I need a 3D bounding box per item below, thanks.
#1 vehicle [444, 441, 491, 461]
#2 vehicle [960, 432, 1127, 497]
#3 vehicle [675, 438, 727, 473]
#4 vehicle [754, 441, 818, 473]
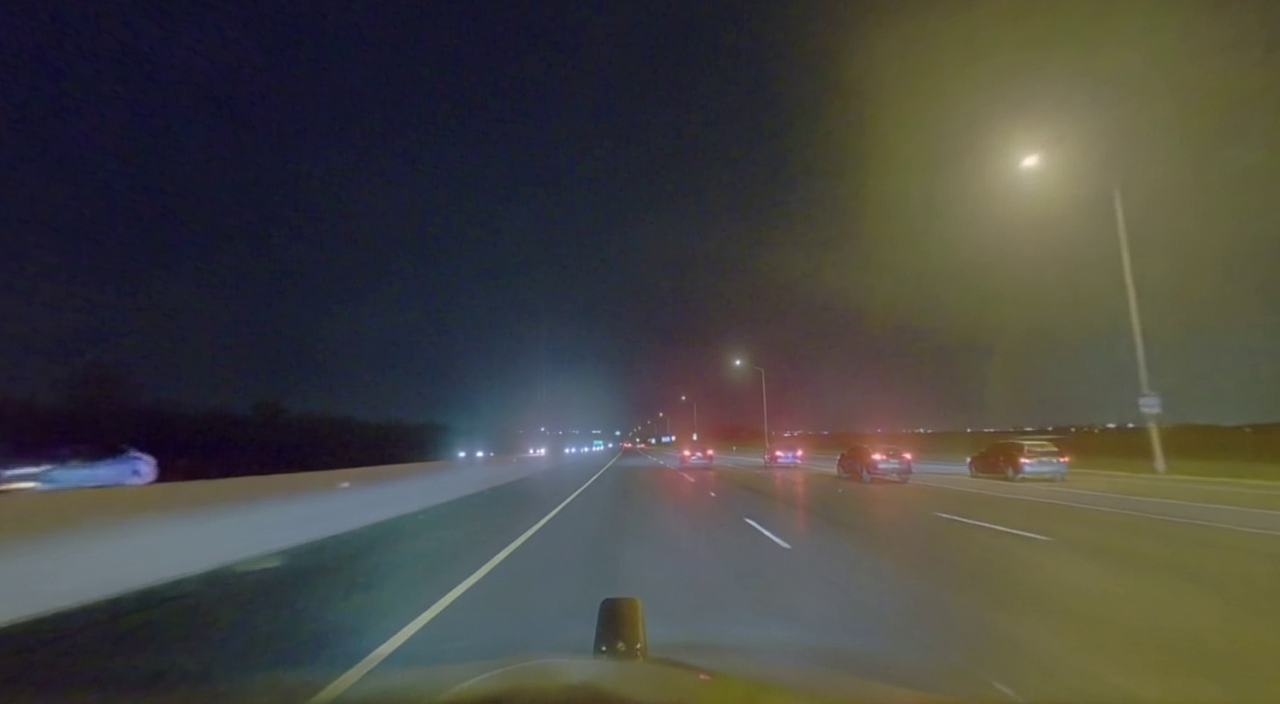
[{"bbox_3d":[-10.917,6.300,40.270,1.866,1.163,3.756,0,-8,2],"label":"vehicle"},{"bbox_3d":[10.936,3.067,17.554,1.844,1.560,4.085,0,-8,-1],"label":"vehicle"},{"bbox_3d":[2.927,5.115,31.409,1.977,1.601,4.598,0,-8,-2],"label":"vehicle"},{"bbox_3d":[6.977,5.073,30.682,1.952,1.442,4.259,0,-8,-2],"label":"vehicle"}]
